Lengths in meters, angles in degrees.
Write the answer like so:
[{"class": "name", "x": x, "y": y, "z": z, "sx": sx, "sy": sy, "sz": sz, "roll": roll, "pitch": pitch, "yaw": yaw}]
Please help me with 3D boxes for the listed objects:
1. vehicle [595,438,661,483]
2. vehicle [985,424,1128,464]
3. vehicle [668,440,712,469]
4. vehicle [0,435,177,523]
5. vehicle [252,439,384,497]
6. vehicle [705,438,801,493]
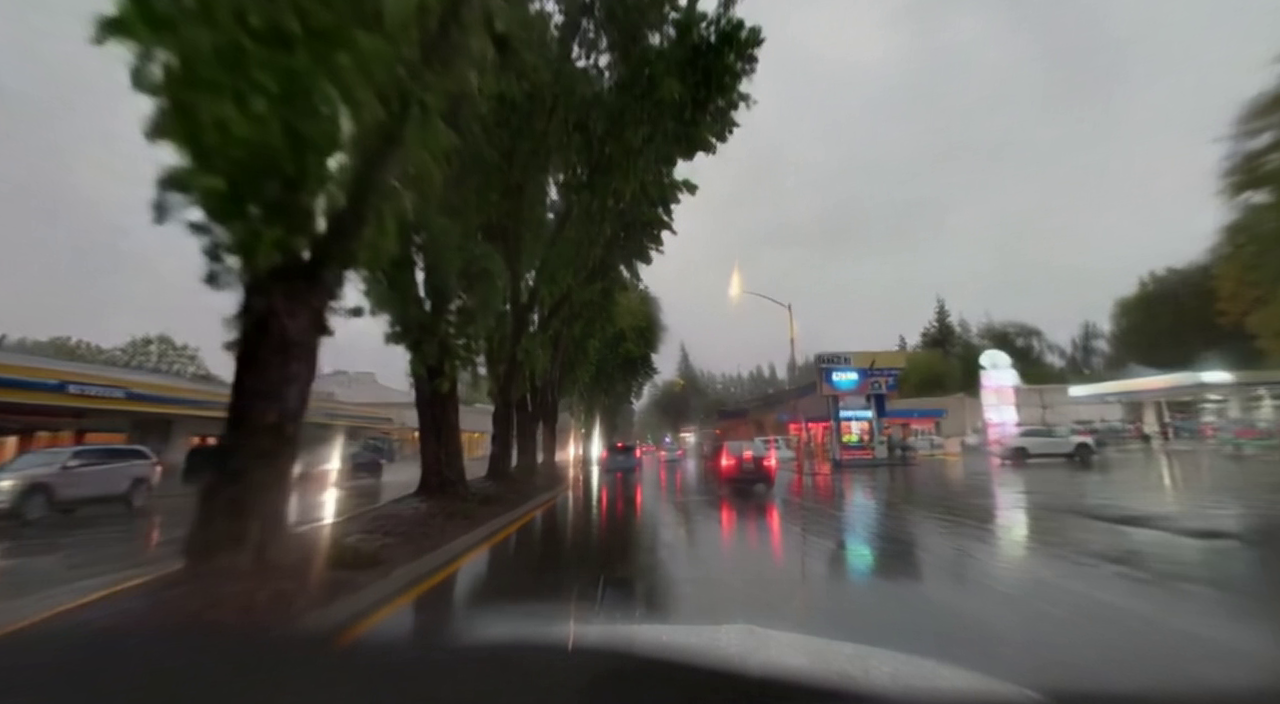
[{"class": "vehicle", "x": -0.446, "y": 3.998, "z": 23.630, "sx": 2.232, "sy": 1.508, "sz": 4.319, "roll": 0, "pitch": -8, "yaw": -1}, {"class": "vehicle", "x": 19.058, "y": 4.241, "z": 29.156, "sx": 4.948, "sy": 1.733, "sz": 2.296, "roll": 0, "pitch": -9, "yaw": -1}, {"class": "vehicle", "x": 2.824, "y": 5.878, "z": 36.499, "sx": 2.098, "sy": 1.527, "sz": 3.966, "roll": 0, "pitch": -8, "yaw": -2}, {"class": "vehicle", "x": -15.348, "y": 3.275, "z": 16.920, "sx": 2.184, "sy": 1.965, "sz": 5.078, "roll": -2, "pitch": -8, "yaw": -1}, {"class": "vehicle", "x": -11.178, "y": 4.027, "z": 22.476, "sx": 2.233, "sy": 1.799, "sz": 4.700, "roll": 0, "pitch": -8, "yaw": -1}, {"class": "vehicle", "x": 3.302, "y": 3.417, "z": 19.388, "sx": 2.060, "sy": 1.471, "sz": 4.168, "roll": 0, "pitch": -8, "yaw": -1}]
